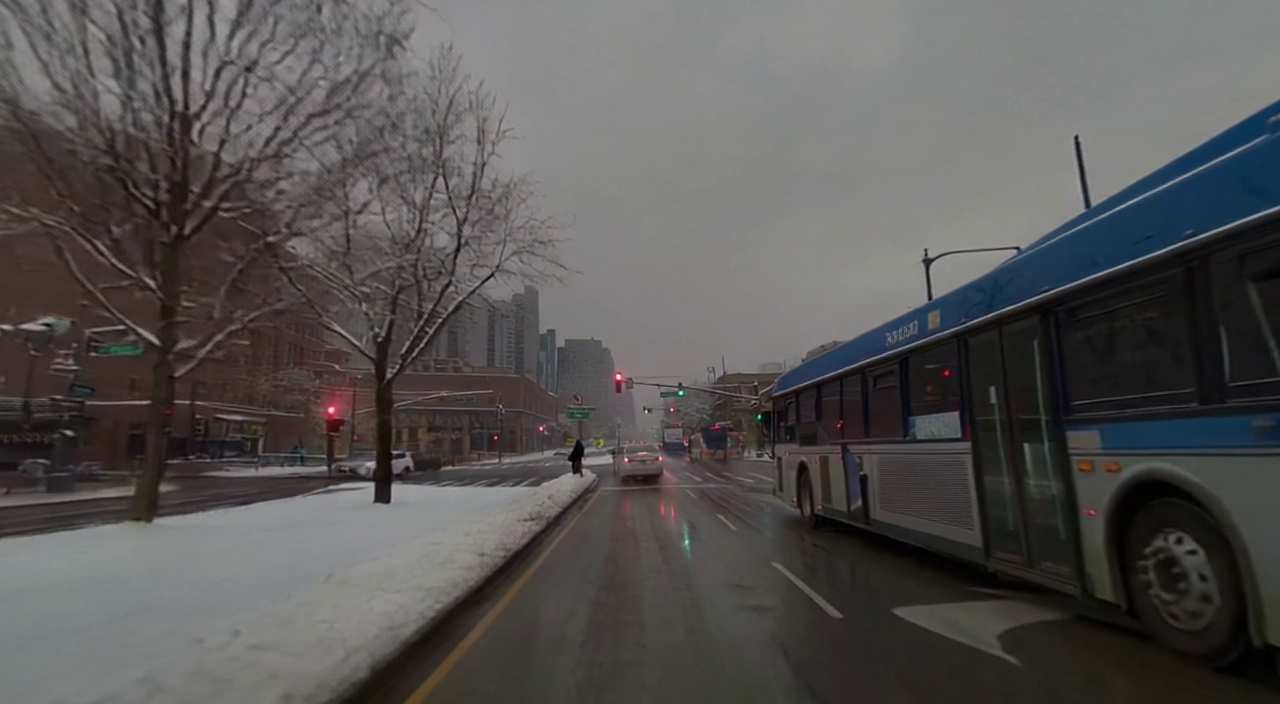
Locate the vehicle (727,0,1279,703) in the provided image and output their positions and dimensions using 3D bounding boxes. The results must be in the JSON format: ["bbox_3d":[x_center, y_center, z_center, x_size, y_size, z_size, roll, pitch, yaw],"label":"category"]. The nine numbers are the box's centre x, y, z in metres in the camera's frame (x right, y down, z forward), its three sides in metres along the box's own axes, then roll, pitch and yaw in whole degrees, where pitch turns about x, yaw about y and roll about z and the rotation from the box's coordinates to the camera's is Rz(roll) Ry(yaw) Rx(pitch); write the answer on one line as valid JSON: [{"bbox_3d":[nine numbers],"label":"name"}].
[{"bbox_3d":[3.328,0.233,5.048,3.250,3.731,13.693,0,-8,0],"label":"vehicle"}]

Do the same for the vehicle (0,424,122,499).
[{"bbox_3d":[-29.733,5.005,28.821,9.150,3.310,2.988,6,-12,-38],"label":"vehicle"}]

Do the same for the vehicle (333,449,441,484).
[{"bbox_3d":[-12.149,5.458,30.524,1.816,1.490,4.417,-8,-11,42],"label":"vehicle"}]

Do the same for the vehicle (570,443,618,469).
[{"bbox_3d":[-2.882,6.303,38.629,2.036,1.467,3.979,2,-9,-17],"label":"vehicle"}]

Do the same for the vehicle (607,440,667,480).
[{"bbox_3d":[-0.240,4.539,26.886,2.123,1.544,4.158,1,-8,-6],"label":"vehicle"}]
